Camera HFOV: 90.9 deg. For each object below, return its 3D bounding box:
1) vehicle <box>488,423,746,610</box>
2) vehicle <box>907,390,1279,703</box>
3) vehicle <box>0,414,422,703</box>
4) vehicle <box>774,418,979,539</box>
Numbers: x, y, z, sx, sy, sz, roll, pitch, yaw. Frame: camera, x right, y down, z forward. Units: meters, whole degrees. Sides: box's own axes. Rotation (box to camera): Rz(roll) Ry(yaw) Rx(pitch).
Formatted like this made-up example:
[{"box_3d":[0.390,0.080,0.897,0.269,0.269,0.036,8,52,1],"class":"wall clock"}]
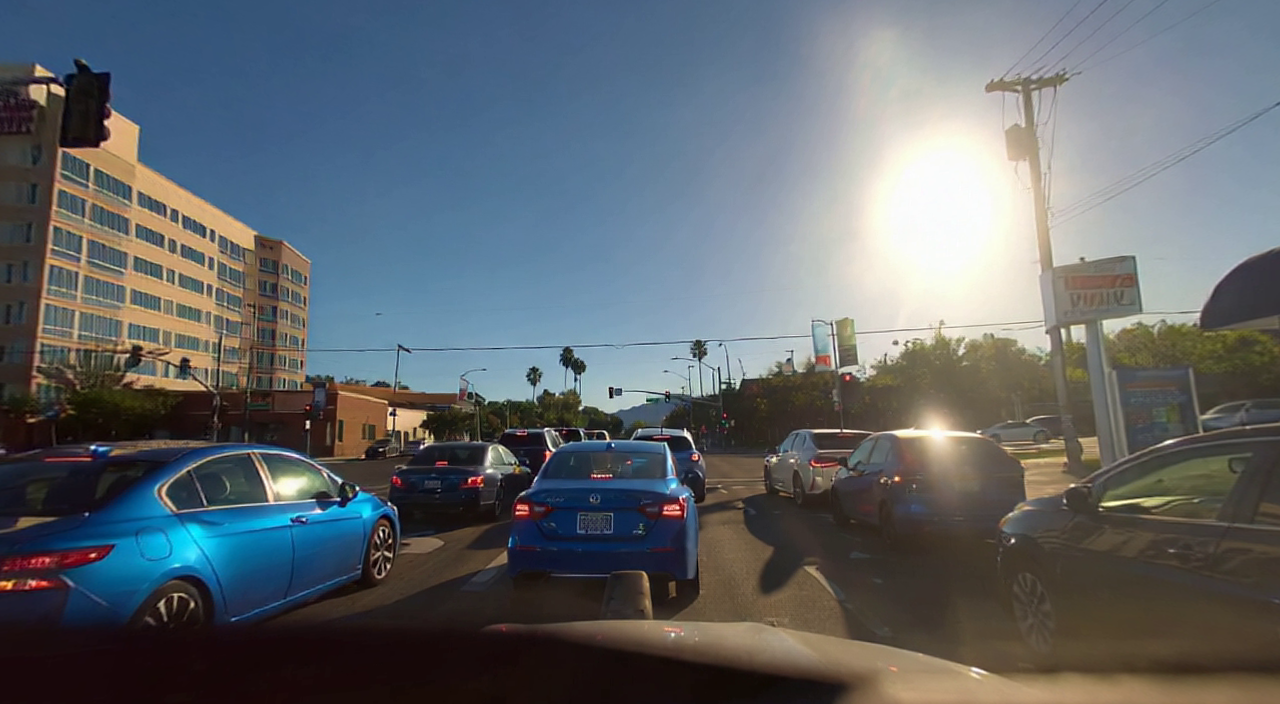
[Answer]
[{"box_3d":[-0.174,1.616,7.114,2.059,1.477,3.988,0,-8,0],"class":"vehicle"},{"box_3d":[3.412,1.067,3.495,1.981,1.499,4.536,-1,-8,2],"class":"vehicle"},{"box_3d":[-3.408,1.298,4.710,1.980,1.454,4.226,0,-8,1],"class":"vehicle"},{"box_3d":[3.779,2.096,11.023,2.007,1.683,4.171,0,-8,1],"class":"vehicle"}]
